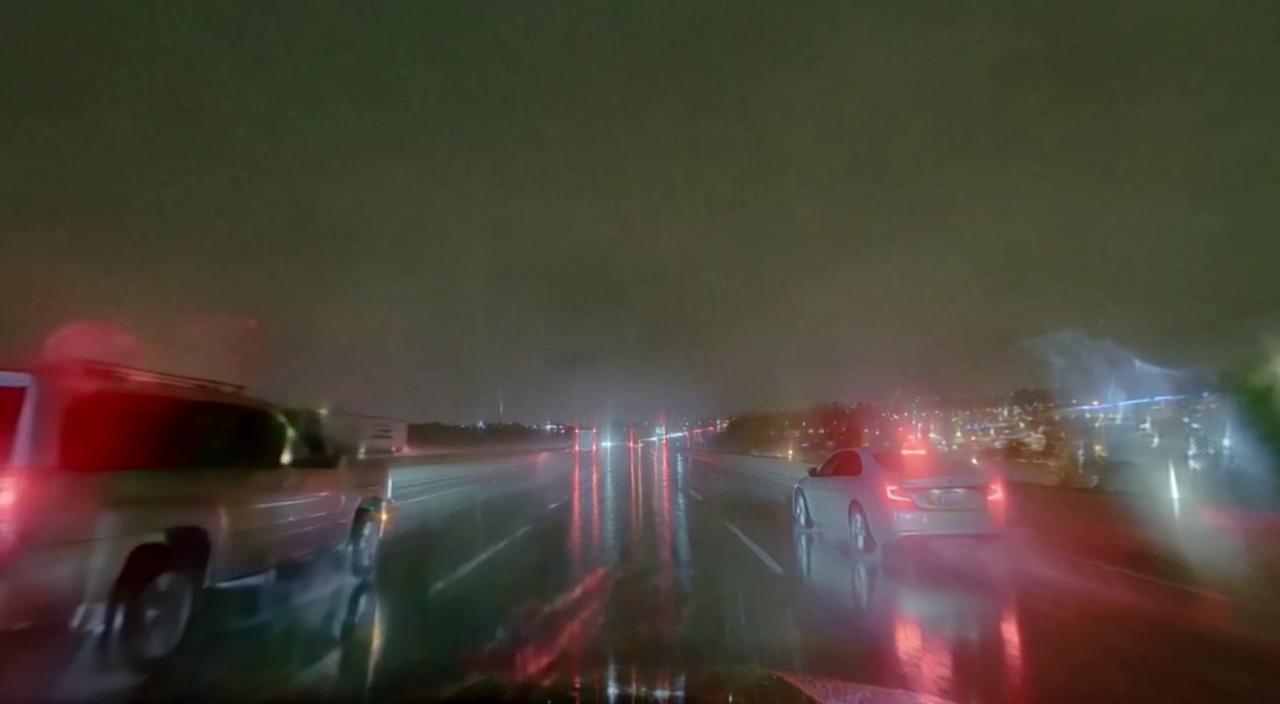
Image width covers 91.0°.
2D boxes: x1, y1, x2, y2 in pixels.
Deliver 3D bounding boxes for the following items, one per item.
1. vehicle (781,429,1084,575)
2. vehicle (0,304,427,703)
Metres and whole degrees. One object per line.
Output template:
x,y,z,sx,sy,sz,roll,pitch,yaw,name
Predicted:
3.664,1.973,9.195,2.047,1.532,4.884,1,-9,0,vehicle
-3.783,1.063,4.804,2.285,1.853,5.564,0,-9,1,vehicle
